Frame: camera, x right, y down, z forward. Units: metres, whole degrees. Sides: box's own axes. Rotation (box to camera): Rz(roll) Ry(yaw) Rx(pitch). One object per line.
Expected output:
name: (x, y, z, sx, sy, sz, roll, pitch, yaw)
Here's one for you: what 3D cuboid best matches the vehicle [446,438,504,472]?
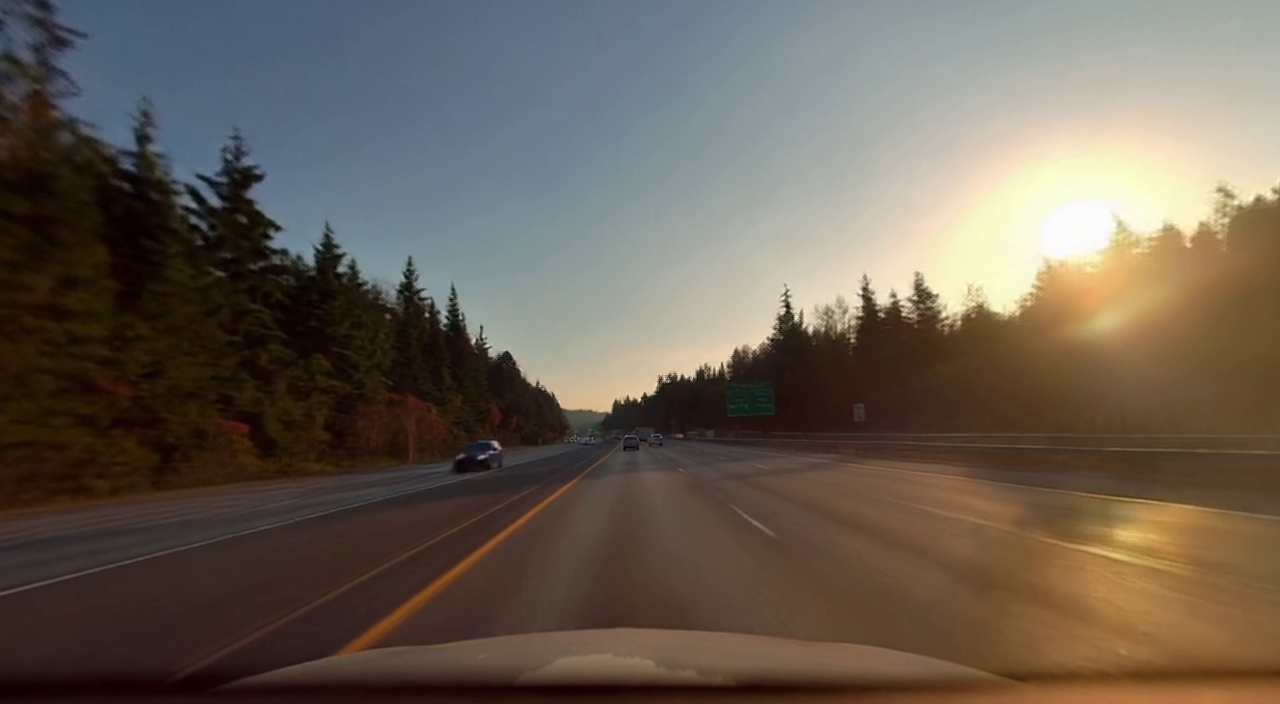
vehicle: (-9.741, 6.059, 37.500, 2.083, 1.878, 5.006, 0, -8, 0)
